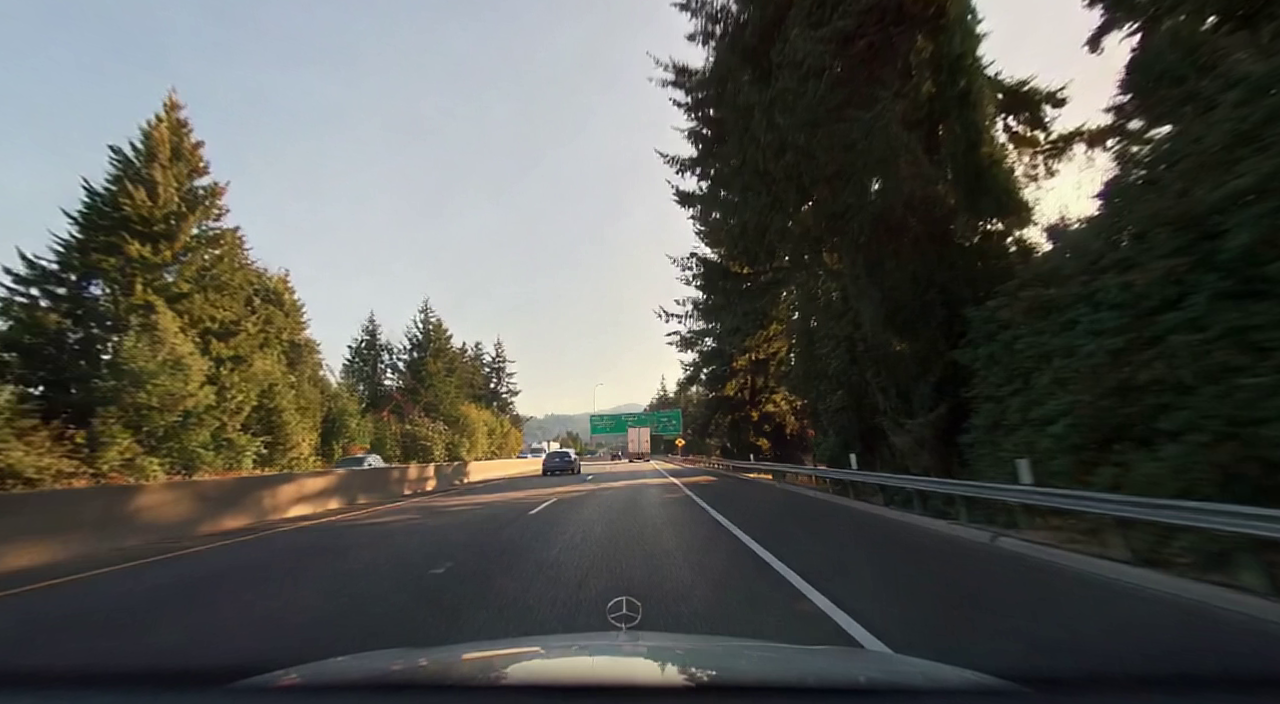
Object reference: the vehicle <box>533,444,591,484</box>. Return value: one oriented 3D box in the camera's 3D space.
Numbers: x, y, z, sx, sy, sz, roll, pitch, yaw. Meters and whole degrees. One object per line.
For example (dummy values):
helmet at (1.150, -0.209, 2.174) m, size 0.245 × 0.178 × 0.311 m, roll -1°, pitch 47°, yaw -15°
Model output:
vehicle at (-3.495, 5.152, 29.210) m, size 2.081 × 1.682 × 4.425 m, roll 0°, pitch -9°, yaw 1°

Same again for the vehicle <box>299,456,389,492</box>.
vehicle at (-13.038, 5.365, 28.129) m, size 1.806 × 1.426 × 4.451 m, roll 0°, pitch -9°, yaw 1°
